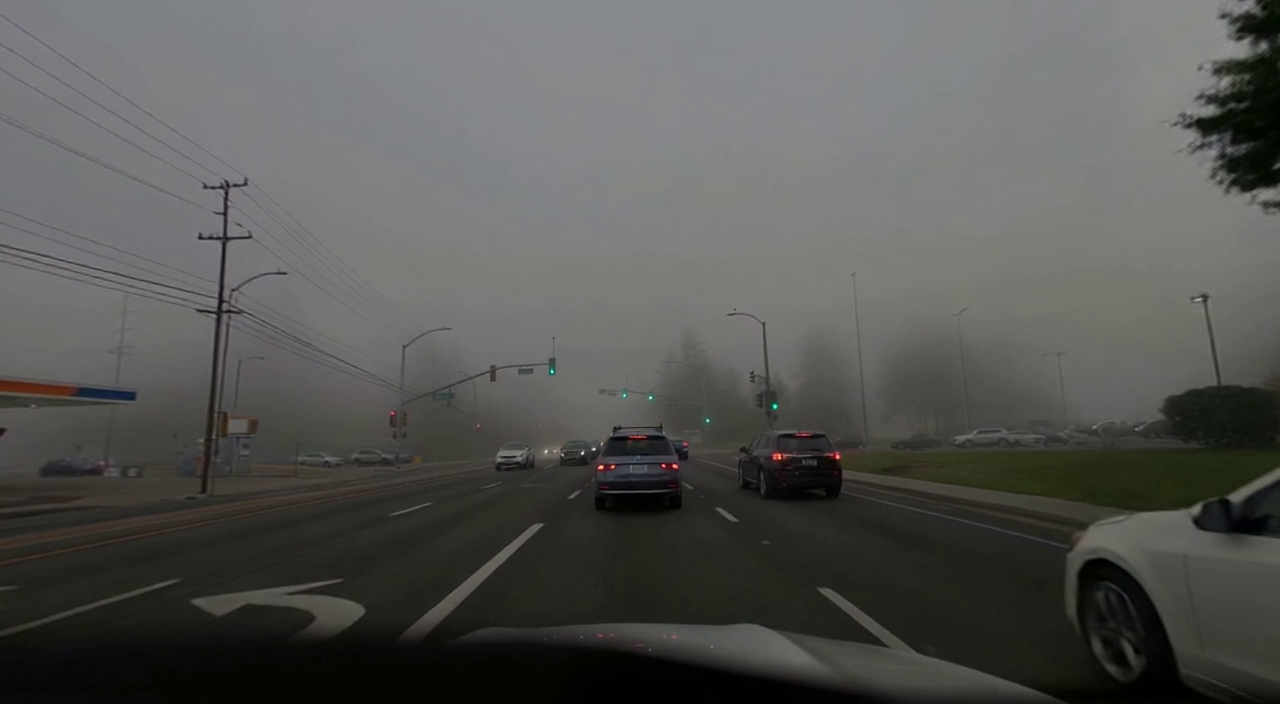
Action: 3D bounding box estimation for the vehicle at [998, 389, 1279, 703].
[{"bbox_3d":[3.331,0.811,1.892,1.904,1.472,4.358,0,-8,-1],"label":"vehicle"}]

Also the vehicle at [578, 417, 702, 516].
[{"bbox_3d":[-0.070,2.297,13.061,2.164,1.718,3.881,0,-8,-2],"label":"vehicle"}]

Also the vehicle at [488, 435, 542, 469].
[{"bbox_3d":[-6.515,5.283,33.529,1.994,1.695,4.471,0,-8,-1],"label":"vehicle"}]

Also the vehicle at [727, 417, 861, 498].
[{"bbox_3d":[3.770,2.715,16.586,2.116,1.791,5.006,0,-8,-2],"label":"vehicle"}]
